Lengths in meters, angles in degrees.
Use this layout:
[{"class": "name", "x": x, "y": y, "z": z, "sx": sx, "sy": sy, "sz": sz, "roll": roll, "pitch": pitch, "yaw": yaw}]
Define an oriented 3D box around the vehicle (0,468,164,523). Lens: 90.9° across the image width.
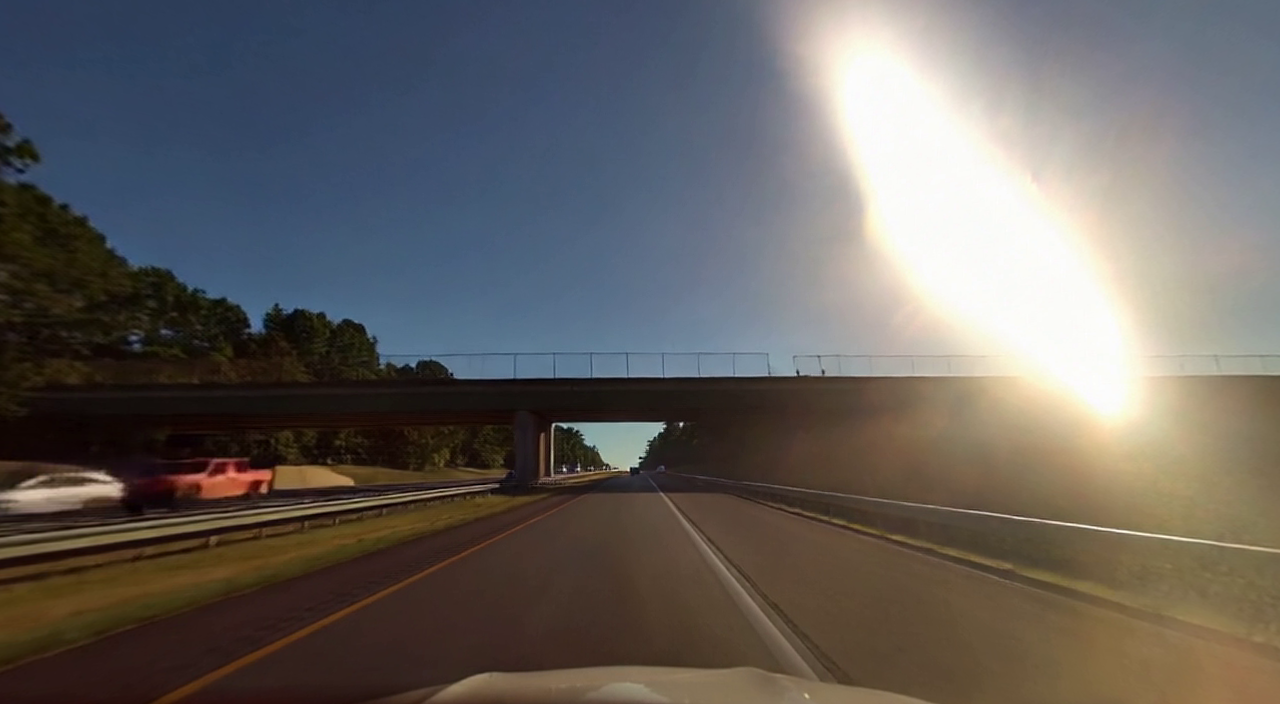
[{"class": "vehicle", "x": -17.142, "y": 4.283, "z": 19.206, "sx": 1.877, "sy": 1.446, "sz": 4.240, "roll": 1, "pitch": -11, "yaw": 0}]
